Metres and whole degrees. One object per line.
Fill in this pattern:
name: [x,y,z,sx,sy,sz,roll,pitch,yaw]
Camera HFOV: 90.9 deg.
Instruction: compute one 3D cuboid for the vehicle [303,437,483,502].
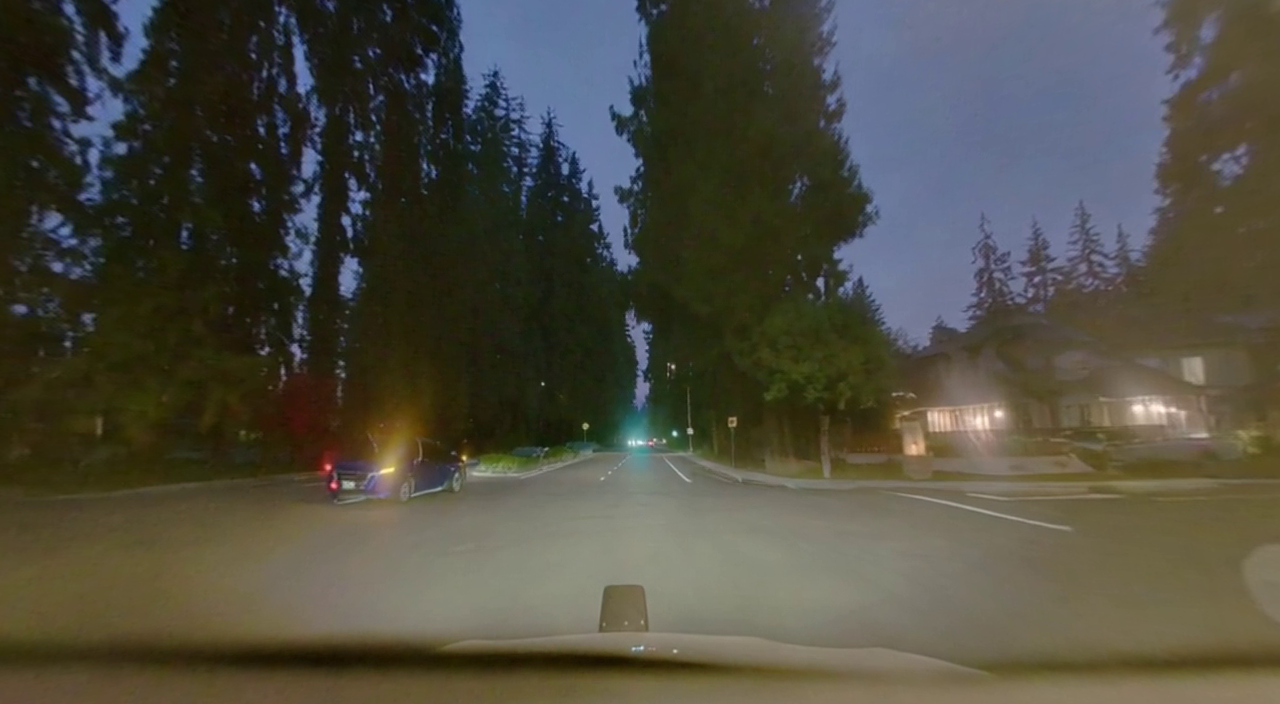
vehicle: [-7.213,3.446,19.030,2.170,1.666,4.788,-5,-9,26]
